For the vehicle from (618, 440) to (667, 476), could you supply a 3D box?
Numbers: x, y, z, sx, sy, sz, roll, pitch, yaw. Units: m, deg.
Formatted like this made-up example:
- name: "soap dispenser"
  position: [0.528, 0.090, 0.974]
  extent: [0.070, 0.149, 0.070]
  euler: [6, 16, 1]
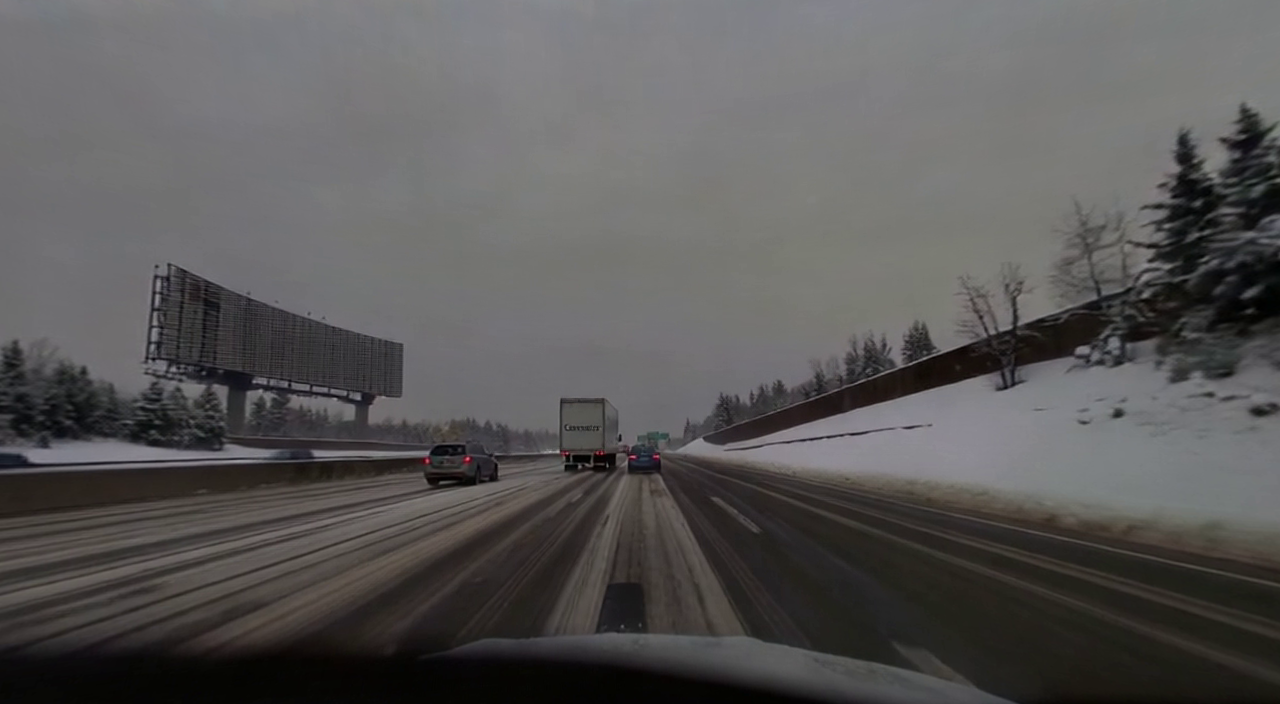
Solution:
- name: "vehicle"
  position: [0.147, 5.039, 30.196]
  extent: [2.168, 1.597, 3.615]
  euler: [0, -9, 1]

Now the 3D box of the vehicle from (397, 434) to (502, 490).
- name: "vehicle"
  position: [-6.372, 3.740, 21.721]
  extent: [2.124, 1.674, 4.541]
  euler: [0, -9, 1]

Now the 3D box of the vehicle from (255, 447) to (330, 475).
- name: "vehicle"
  position: [-18.956, 5.955, 34.560]
  extent: [1.874, 1.427, 3.839]
  euler: [0, -9, 1]

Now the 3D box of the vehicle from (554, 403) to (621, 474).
- name: "vehicle"
  position: [-2.739, 4.948, 35.627]
  extent: [2.794, 3.460, 8.595]
  euler: [0, -9, 2]
